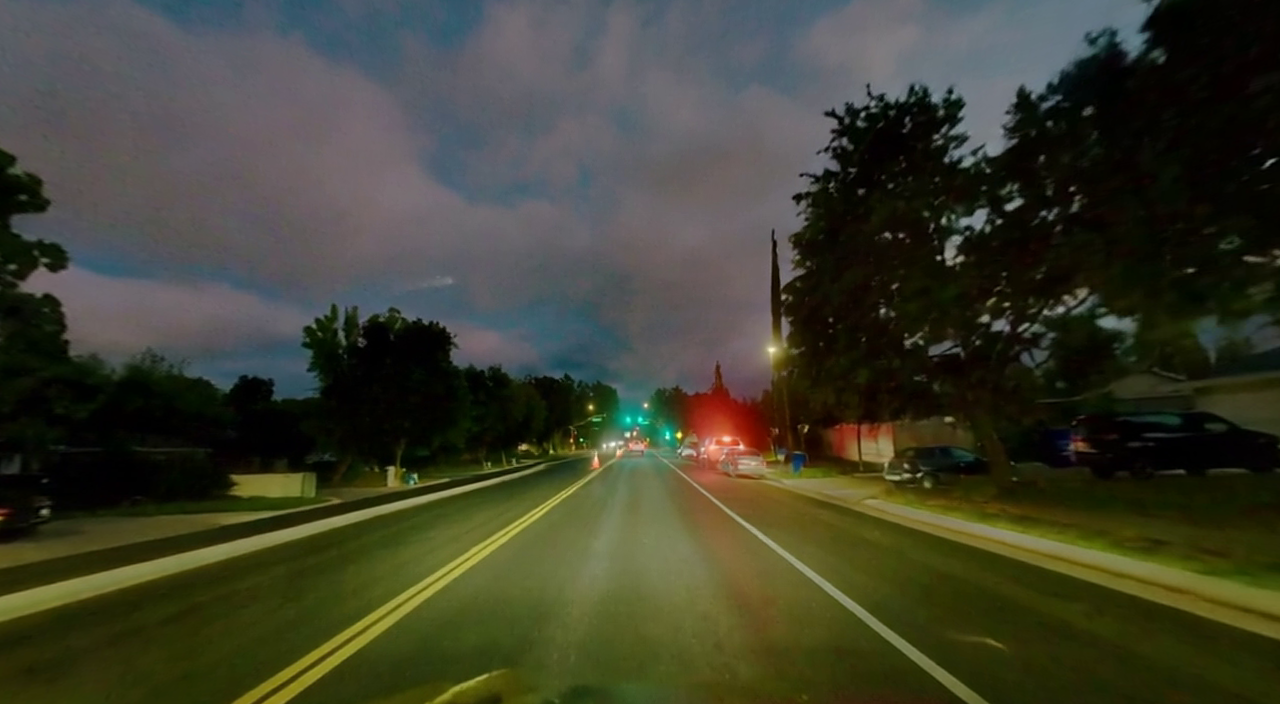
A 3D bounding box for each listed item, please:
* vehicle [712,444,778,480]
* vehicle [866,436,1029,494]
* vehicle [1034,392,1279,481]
[{"bbox_3d":[4.235,4.507,26.195,1.928,1.333,4.586,0,-8,-1],"label":"vehicle"},{"bbox_3d":[8.427,3.100,17.559,3.561,1.465,1.870,1,-7,-2],"label":"vehicle"},{"bbox_3d":[14.919,2.360,17.620,6.037,2.247,2.657,0,-9,-2],"label":"vehicle"}]
